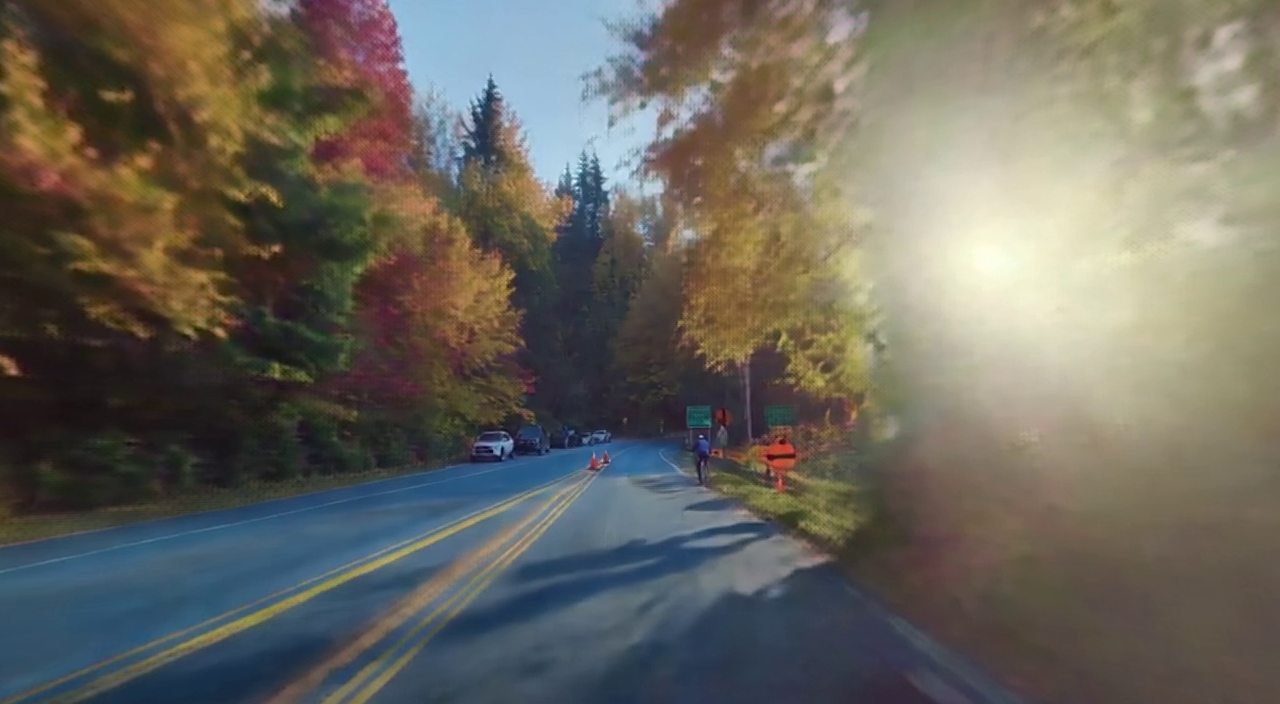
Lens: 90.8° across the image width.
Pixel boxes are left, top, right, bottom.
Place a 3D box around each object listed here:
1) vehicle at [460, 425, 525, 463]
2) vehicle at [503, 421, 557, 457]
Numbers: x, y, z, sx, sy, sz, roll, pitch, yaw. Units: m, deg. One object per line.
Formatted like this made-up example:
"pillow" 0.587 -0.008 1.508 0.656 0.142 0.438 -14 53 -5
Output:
"vehicle" -7.686 4.837 33.360 1.991 1.759 4.443 -3 -8 5
"vehicle" -7.090 5.688 41.231 2.312 2.075 5.748 -3 -9 2
